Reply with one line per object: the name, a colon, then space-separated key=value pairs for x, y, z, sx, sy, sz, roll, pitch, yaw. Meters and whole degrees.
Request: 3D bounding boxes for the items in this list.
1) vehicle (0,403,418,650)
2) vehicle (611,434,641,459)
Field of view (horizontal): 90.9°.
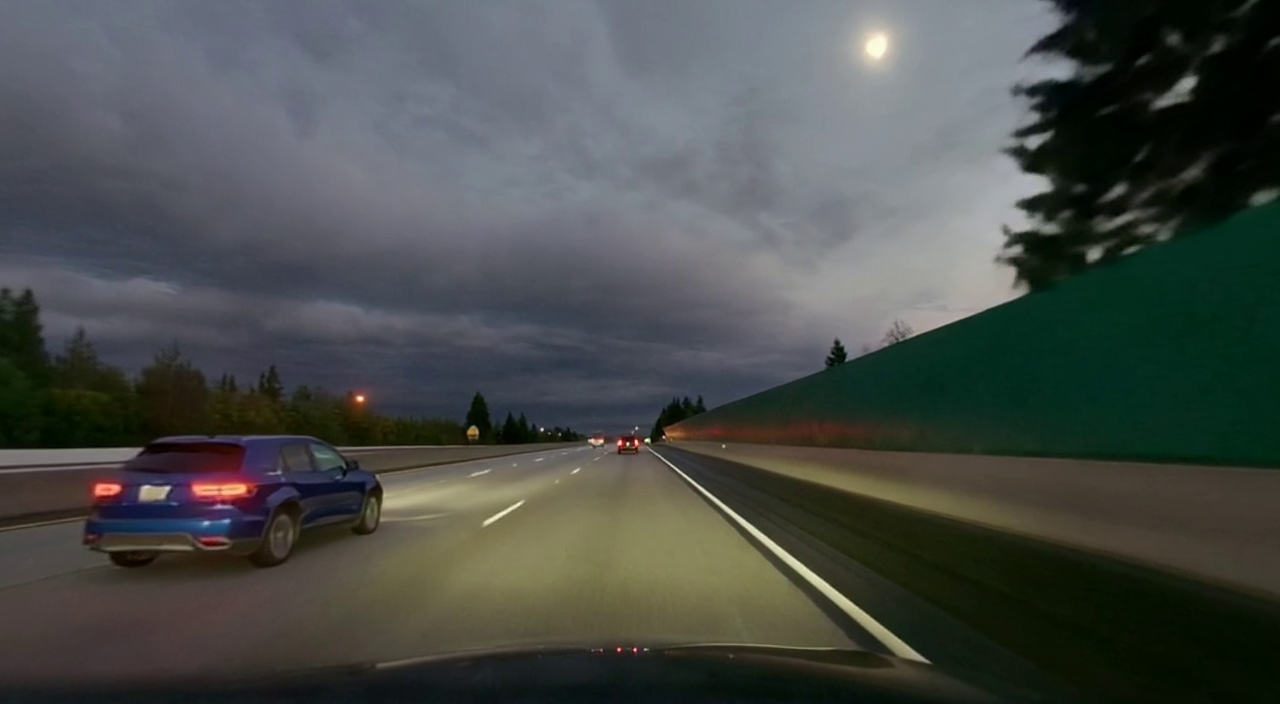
vehicle: x=-4.158 y=1.409 z=6.404 sx=2.072 sy=1.545 sz=4.767 roll=0 pitch=-8 yaw=0
vehicle: x=-0.887 y=5.982 z=40.092 sx=1.836 sy=1.450 sz=3.519 roll=0 pitch=-8 yaw=-1
